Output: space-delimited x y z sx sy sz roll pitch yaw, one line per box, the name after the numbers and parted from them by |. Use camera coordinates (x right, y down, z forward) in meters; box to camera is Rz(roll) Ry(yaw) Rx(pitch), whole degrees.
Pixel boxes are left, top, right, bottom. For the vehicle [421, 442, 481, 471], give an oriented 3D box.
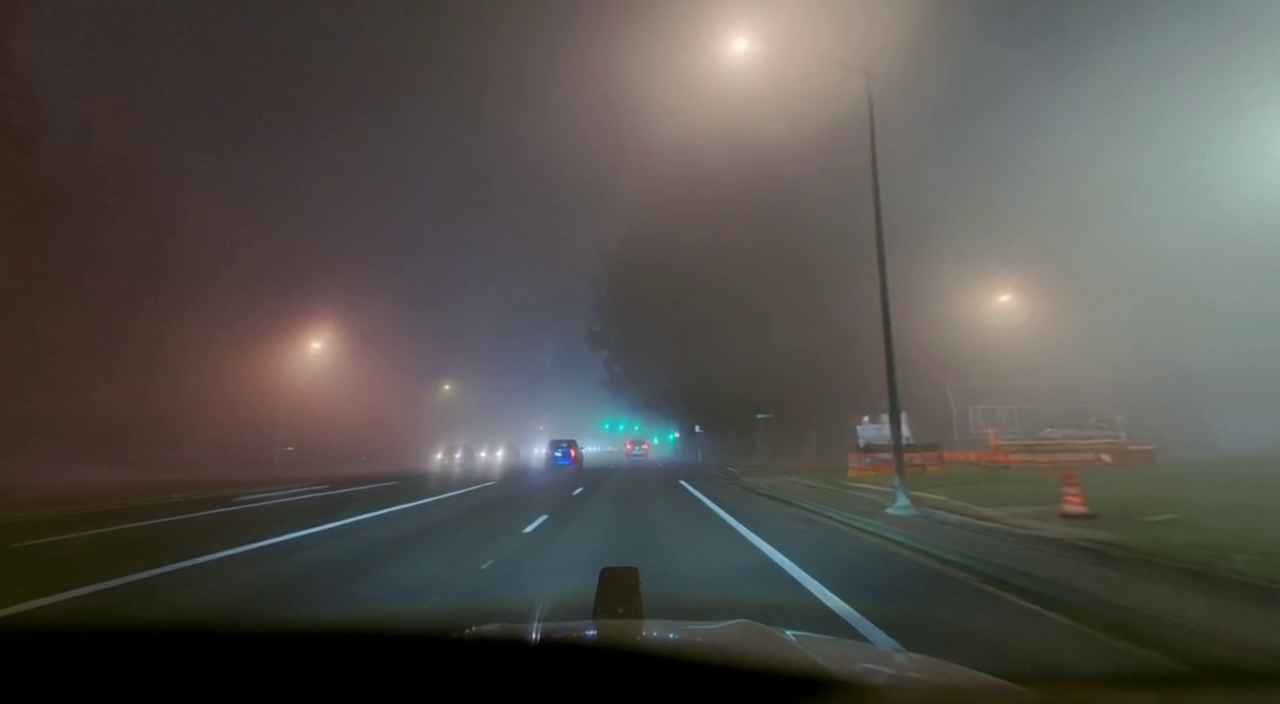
-10.671 5.939 35.999 2.009 1.541 4.753 0 -8 -1 | vehicle

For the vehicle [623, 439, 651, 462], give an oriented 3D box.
-0.263 7.706 49.501 2.135 1.711 4.124 0 -8 0 | vehicle

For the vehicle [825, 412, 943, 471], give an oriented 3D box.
9.097 3.449 24.213 2.352 1.991 5.862 0 -8 2 | vehicle

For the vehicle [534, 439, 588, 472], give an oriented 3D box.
-4.203 5.595 34.345 2.198 1.663 4.519 -1 -8 2 | vehicle
